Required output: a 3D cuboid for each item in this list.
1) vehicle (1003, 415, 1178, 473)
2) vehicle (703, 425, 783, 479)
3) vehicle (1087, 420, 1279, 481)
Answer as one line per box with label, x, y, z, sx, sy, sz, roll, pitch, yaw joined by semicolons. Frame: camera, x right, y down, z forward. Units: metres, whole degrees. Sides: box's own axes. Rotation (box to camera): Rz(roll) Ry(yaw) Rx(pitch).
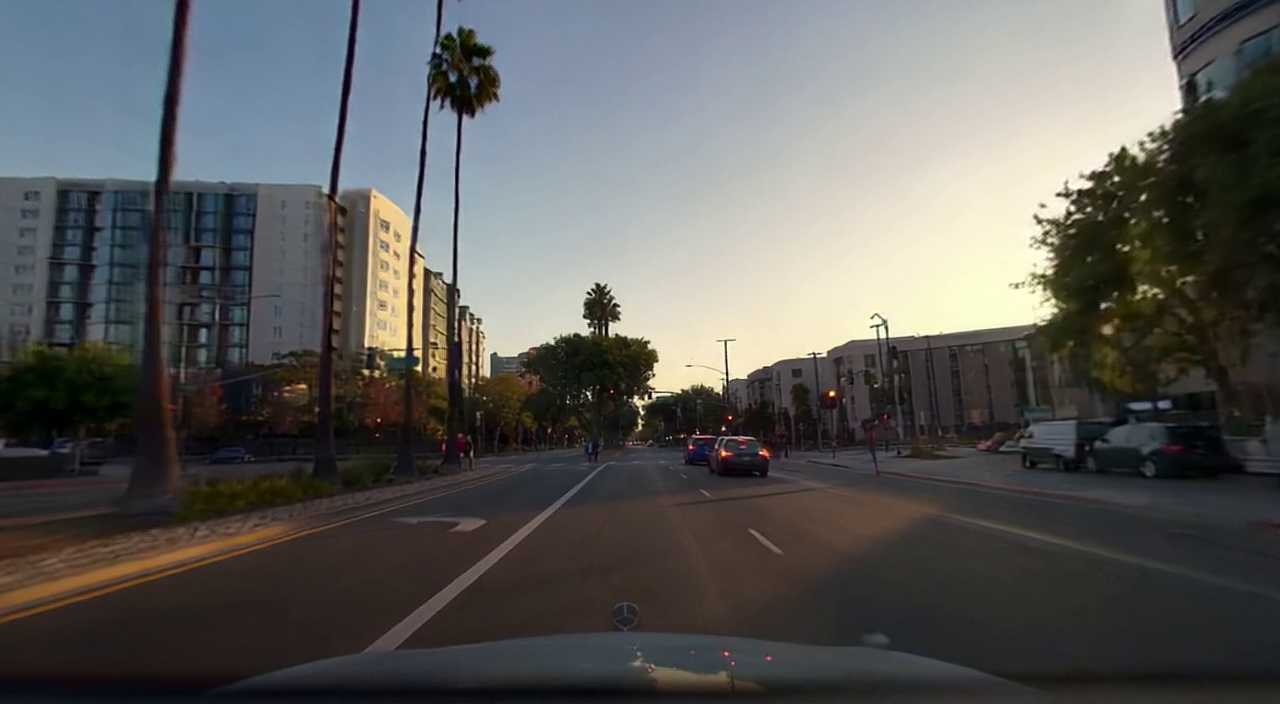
vehicle;15.437;3.171;21.846;4.503;1.878;2.011;0;-9;-2
vehicle;3.671;3.687;23.394;2.060;1.756;4.770;0;-8;-1
vehicle;15.532;2.756;17.843;4.313;1.497;1.870;-2;-8;1
